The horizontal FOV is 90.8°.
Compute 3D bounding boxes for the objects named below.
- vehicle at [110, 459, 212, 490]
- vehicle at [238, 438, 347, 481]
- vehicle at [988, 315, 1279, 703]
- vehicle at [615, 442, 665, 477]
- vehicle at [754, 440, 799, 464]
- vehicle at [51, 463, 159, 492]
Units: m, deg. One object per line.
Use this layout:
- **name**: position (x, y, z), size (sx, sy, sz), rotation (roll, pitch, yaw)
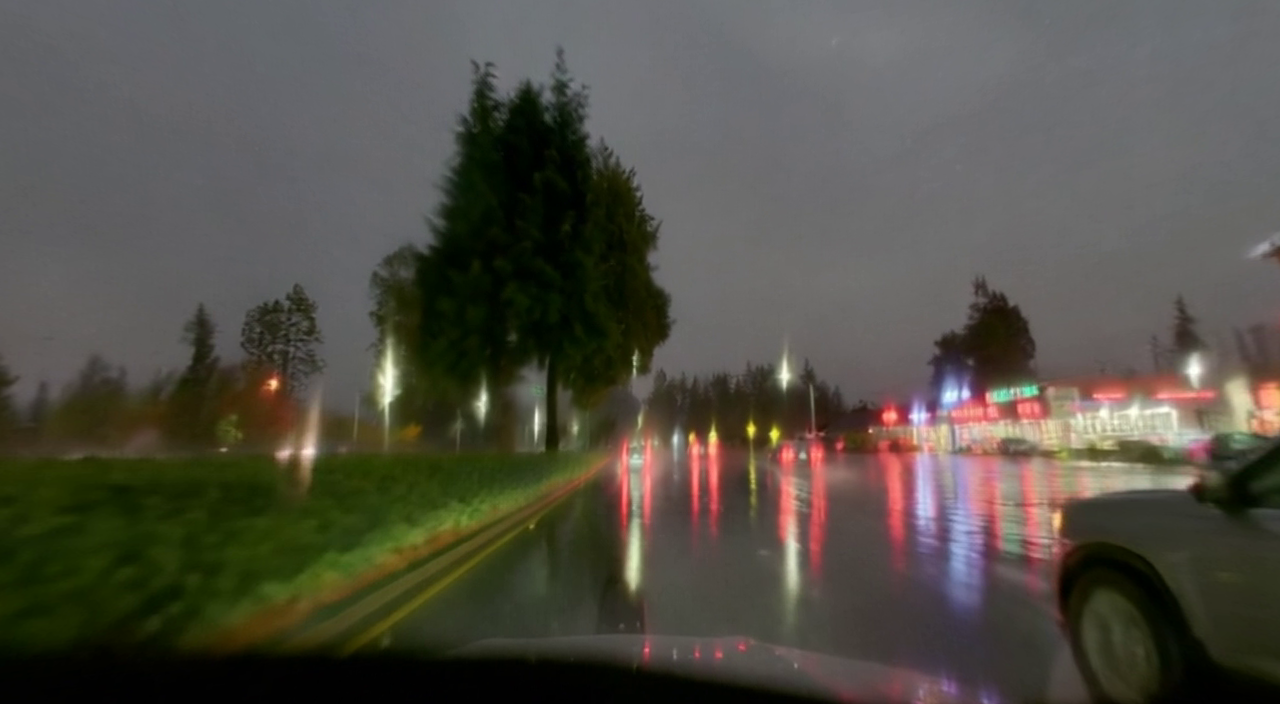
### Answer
- **vehicle**: position (-29.064, 7.418, 38.418), size (4.420, 1.628, 2.137), rotation (-1, -9, -1)
- **vehicle**: position (-16.994, 5.268, 31.330), size (2.195, 1.911, 5.549), rotation (0, -9, 0)
- **vehicle**: position (3.200, 0.653, 1.587), size (2.110, 1.698, 4.397), rotation (0, -9, 0)
- **vehicle**: position (-0.013, 4.864, 28.871), size (2.126, 1.475, 3.967), rotation (0, -9, -1)
- **vehicle**: position (10.142, 7.456, 47.262), size (2.079, 1.716, 4.771), rotation (0, -9, -2)
- **vehicle**: position (-30.136, 7.049, 35.655), size (4.309, 1.468, 2.014), rotation (-1, -9, 2)
